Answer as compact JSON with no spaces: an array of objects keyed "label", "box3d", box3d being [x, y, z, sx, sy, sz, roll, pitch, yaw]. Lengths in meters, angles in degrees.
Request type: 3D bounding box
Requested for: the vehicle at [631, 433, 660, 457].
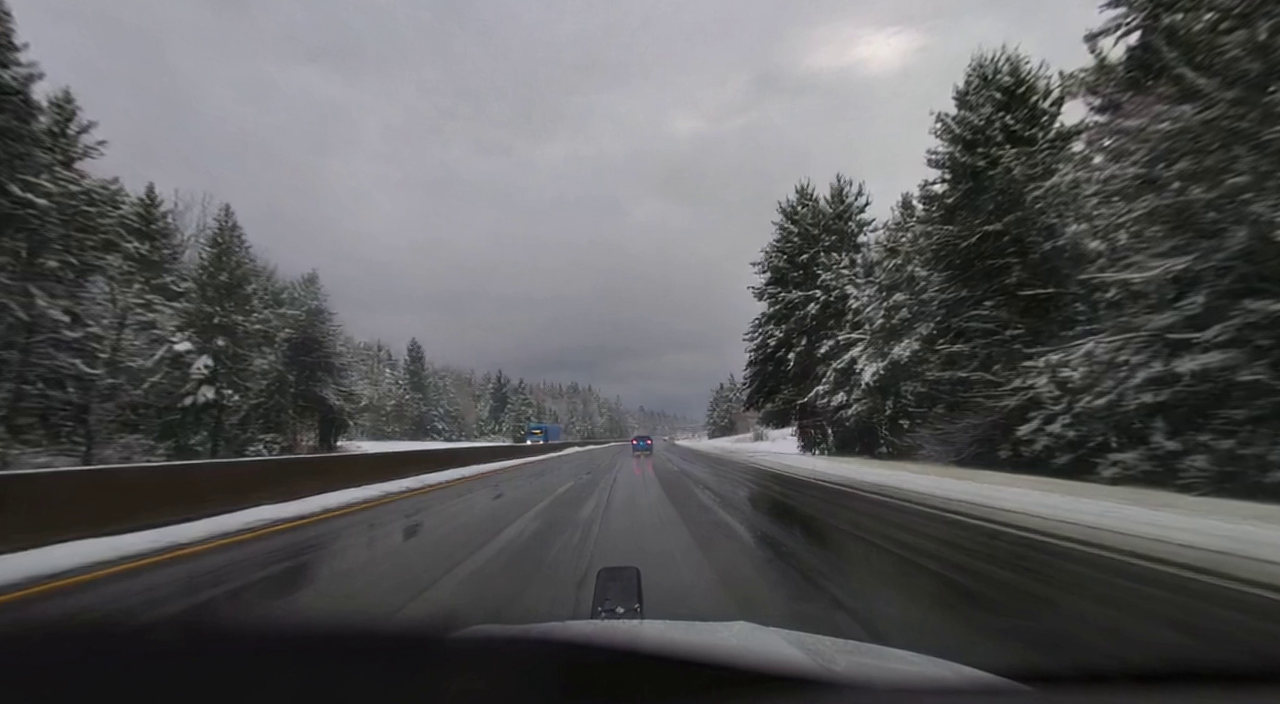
[{"label":"vehicle","box3d":[0.414,6.877,46.710,2.058,1.649,3.942,0,-8,0]}]
